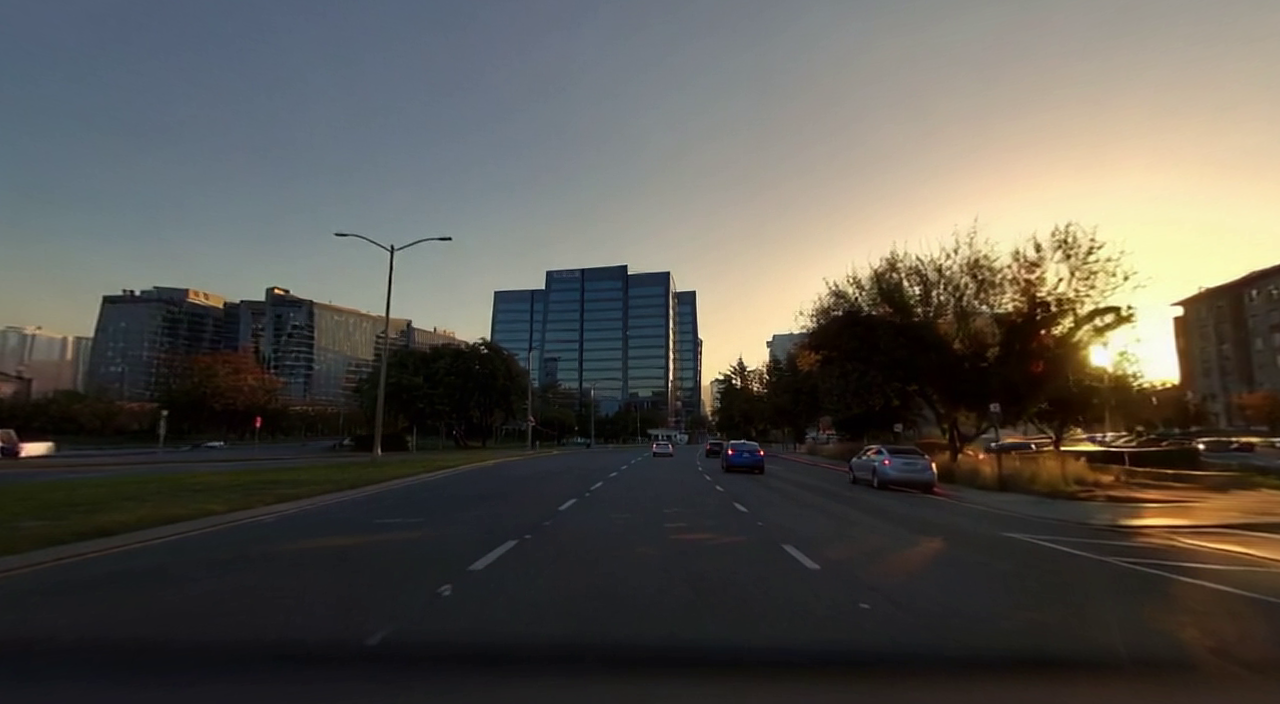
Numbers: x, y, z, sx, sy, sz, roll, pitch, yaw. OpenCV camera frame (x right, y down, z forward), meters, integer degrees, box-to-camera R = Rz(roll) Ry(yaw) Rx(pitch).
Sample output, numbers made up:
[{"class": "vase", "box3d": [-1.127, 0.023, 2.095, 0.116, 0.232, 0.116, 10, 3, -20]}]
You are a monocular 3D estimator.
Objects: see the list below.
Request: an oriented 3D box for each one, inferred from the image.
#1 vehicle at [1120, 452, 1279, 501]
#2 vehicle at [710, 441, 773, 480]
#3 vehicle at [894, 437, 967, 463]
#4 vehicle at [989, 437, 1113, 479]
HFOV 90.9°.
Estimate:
[{"class": "vehicle", "box3d": [19.229, 4.154, 21.460, 1.696, 1.398, 4.190, 3, -9, -21]}, {"class": "vehicle", "box3d": [4.216, 4.560, 26.914, 1.981, 1.499, 4.536, 0, -8, 1]}, {"class": "vehicle", "box3d": [21.283, 7.179, 46.239, 4.480, 1.754, 1.956, 1, -8, -14]}, {"class": "vehicle", "box3d": [21.734, 5.578, 33.393, 5.456, 1.919, 2.222, 1, -8, -15]}]
